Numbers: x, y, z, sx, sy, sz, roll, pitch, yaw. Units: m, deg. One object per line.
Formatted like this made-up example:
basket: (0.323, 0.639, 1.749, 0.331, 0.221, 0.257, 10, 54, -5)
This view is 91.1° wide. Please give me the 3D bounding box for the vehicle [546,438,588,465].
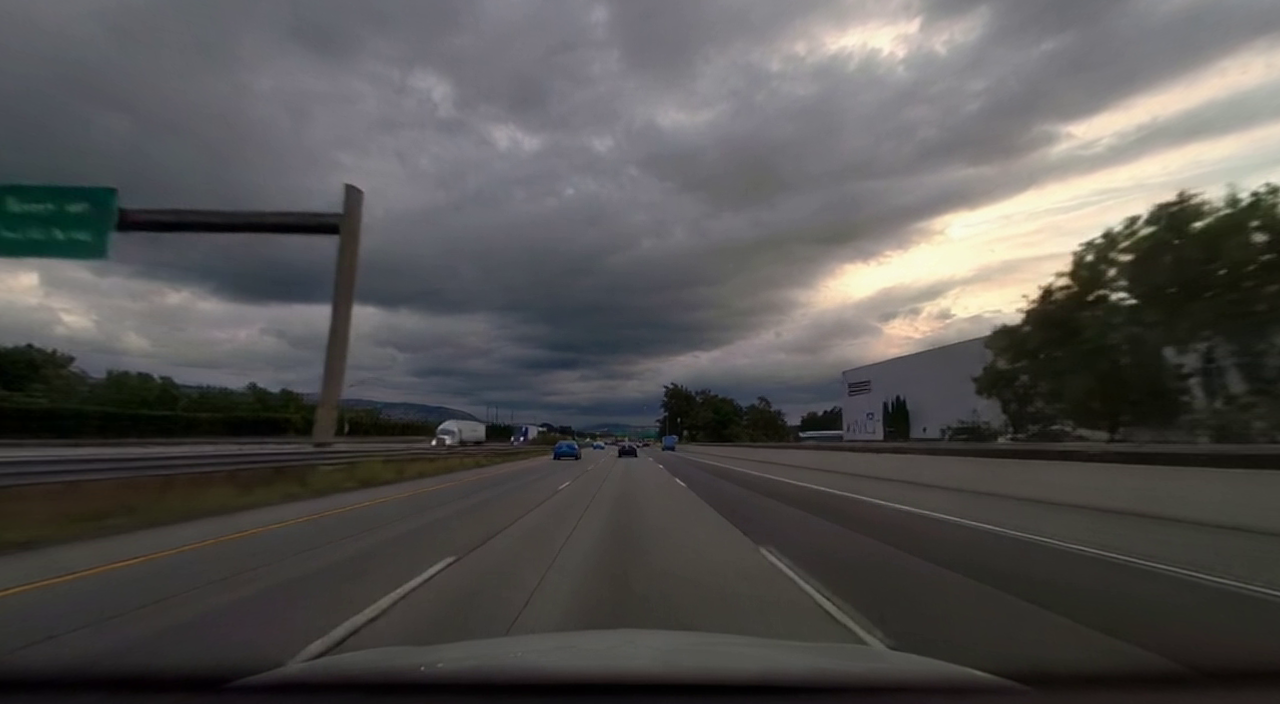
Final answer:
vehicle: (-4.530, 6.237, 39.598, 2.271, 1.626, 4.463, 0, -8, -1)
